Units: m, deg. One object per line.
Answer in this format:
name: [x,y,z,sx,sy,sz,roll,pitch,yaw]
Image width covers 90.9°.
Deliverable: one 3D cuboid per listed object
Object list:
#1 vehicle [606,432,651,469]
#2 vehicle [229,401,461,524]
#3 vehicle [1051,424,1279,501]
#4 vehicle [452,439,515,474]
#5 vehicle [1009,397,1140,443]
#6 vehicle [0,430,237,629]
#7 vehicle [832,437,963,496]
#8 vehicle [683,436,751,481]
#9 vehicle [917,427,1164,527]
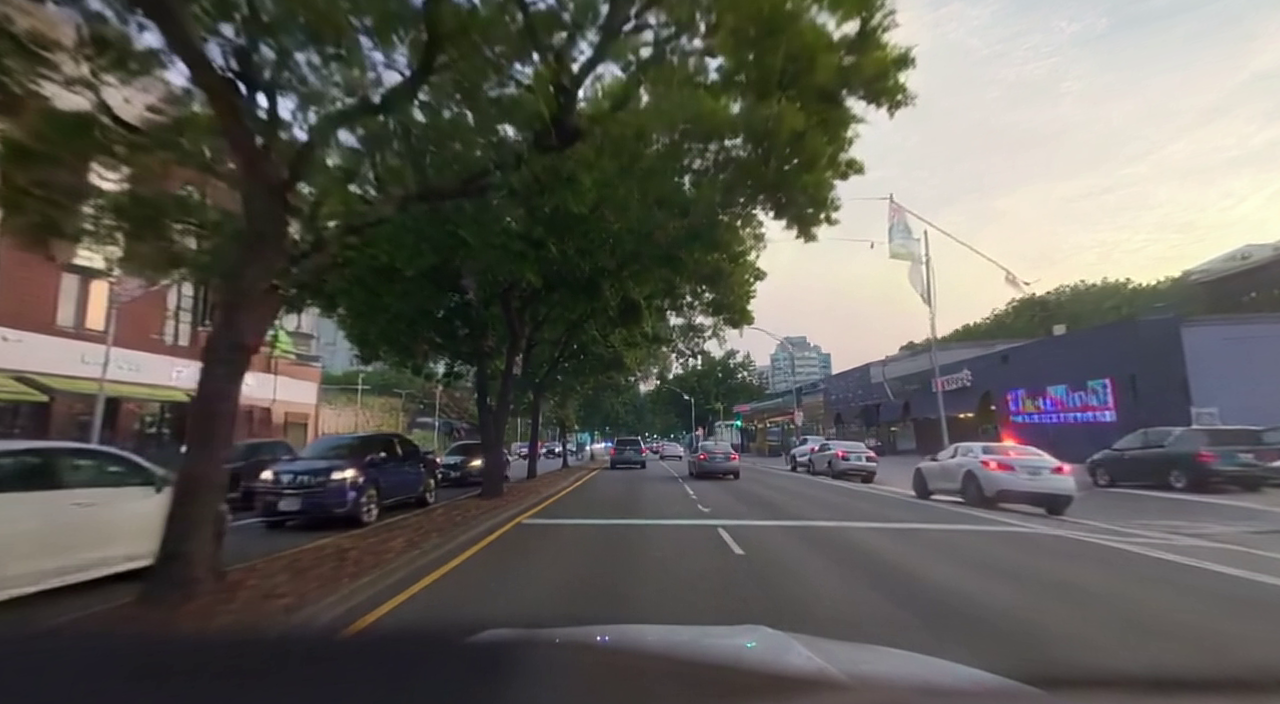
vehicle: [-0.545,5.322,34.104,2.301,1.837,4.411,0,-8,1]
vehicle: [-5.547,2.124,12.869,2.240,1.945,5.114,-1,-7,0]
vehicle: [12.332,2.540,15.040,2.058,1.493,4.612,-2,-8,3]
vehicle: [-8.336,5.588,33.981,2.097,1.707,4.506,0,-8,1]
vehicle: [15.819,2.588,23.292,1.793,1.505,4.557,-1,-8,4]
vehicle: [-5.713,1.374,5.087,1.835,1.476,4.533,1,-8,1]
vehicle: [7.326,3.269,18.547,1.831,1.475,4.924,-1,-8,1]
vehicle: [2.761,3.923,23.503,2.046,1.540,3.883,0,-8,0]
vehicle: [7.508,2.349,12.539,1.914,1.587,4.548,0,-8,0]
